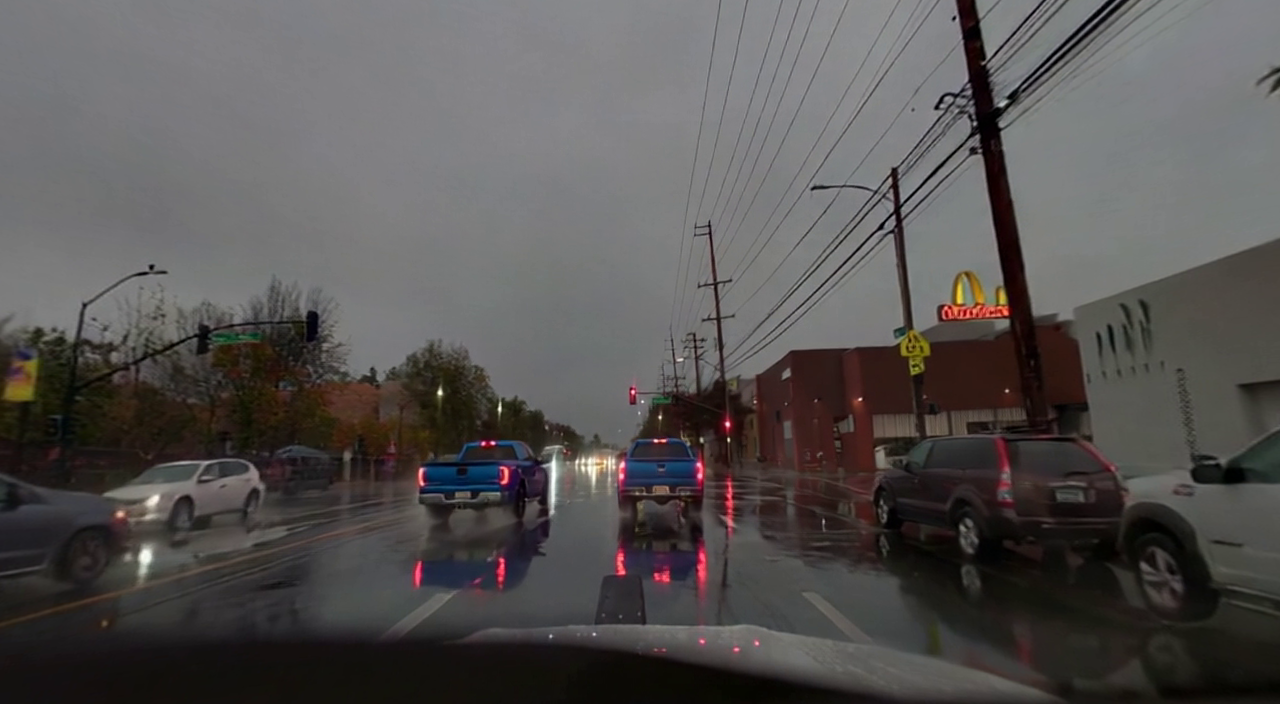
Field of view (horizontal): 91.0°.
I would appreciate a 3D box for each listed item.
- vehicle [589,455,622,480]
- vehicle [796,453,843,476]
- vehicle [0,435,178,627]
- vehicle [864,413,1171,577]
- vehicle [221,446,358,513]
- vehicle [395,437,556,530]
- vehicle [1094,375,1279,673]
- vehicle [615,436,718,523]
[{"bbox_3d":[-2.606,8.896,48.692,2.140,1.768,5.092,0,-9,1],"label":"vehicle"},{"bbox_3d":[13.392,8.394,47.255,2.075,1.556,4.585,1,-9,-1],"label":"vehicle"},{"bbox_3d":[-6.228,1.403,4.791,1.994,1.551,4.414,0,-9,1],"label":"vehicle"},{"bbox_3d":[5.089,1.960,9.490,1.974,1.823,4.576,0,-9,3],"label":"vehicle"},{"bbox_3d":[-11.500,4.150,21.153,2.133,1.952,4.856,1,-9,-5],"label":"vehicle"},{"bbox_3d":[-3.139,2.615,13.166,1.995,1.554,4.618,0,-9,1],"label":"vehicle"},{"bbox_3d":[4.865,0.900,2.848,2.007,1.786,4.870,0,-9,1],"label":"vehicle"},{"bbox_3d":[0.796,2.925,15.092,2.089,1.699,4.650,-1,-9,7],"label":"vehicle"}]
